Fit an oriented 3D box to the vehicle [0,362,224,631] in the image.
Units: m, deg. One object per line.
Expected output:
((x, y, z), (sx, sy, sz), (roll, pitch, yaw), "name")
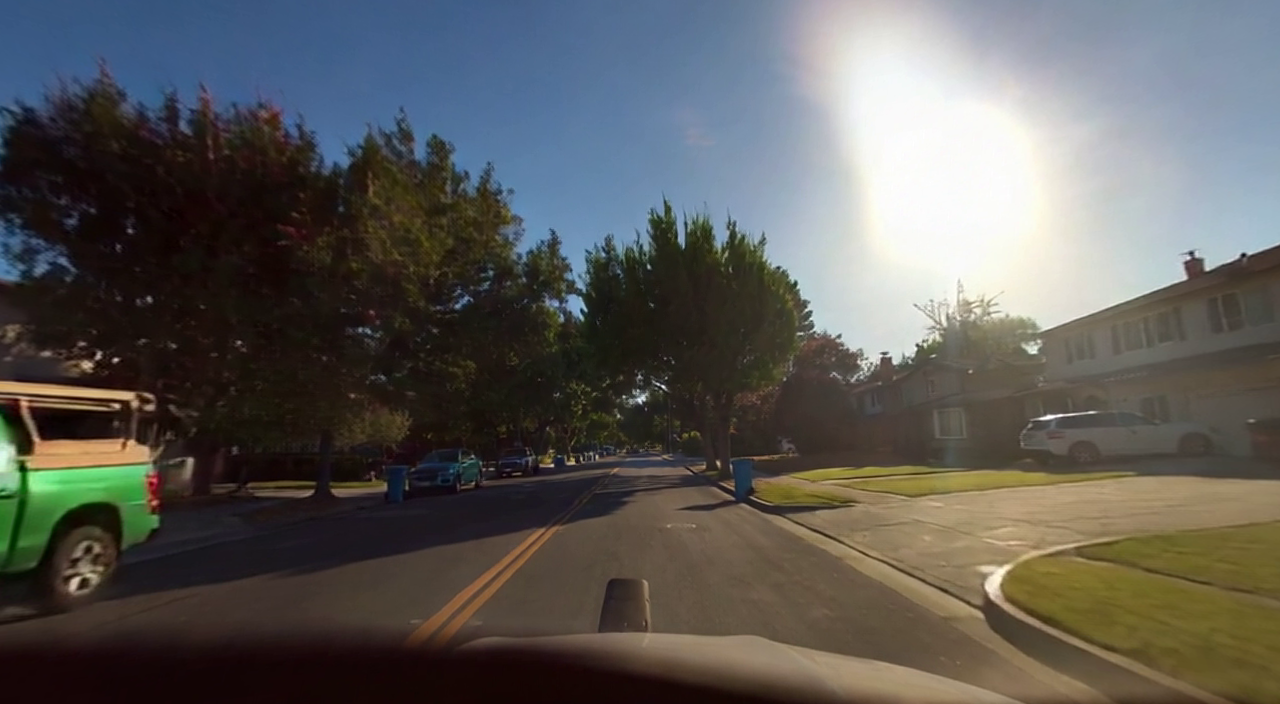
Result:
((-6.285, 1.112, 4.691), (2.223, 2.115, 5.707), (5, -3, 2), "vehicle")

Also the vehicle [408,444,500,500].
((-6.374, 4.104, 22.110), (1.945, 1.530, 4.430), (-4, -7, -1), "vehicle")

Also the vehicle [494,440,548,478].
((-6.553, 5.925, 35.309), (2.169, 1.871, 4.762), (-3, -8, -1), "vehicle")

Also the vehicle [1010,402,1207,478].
((12.889, 2.463, 17.852), (1.936, 1.687, 4.714), (-5, -8, 1), "vehicle")
